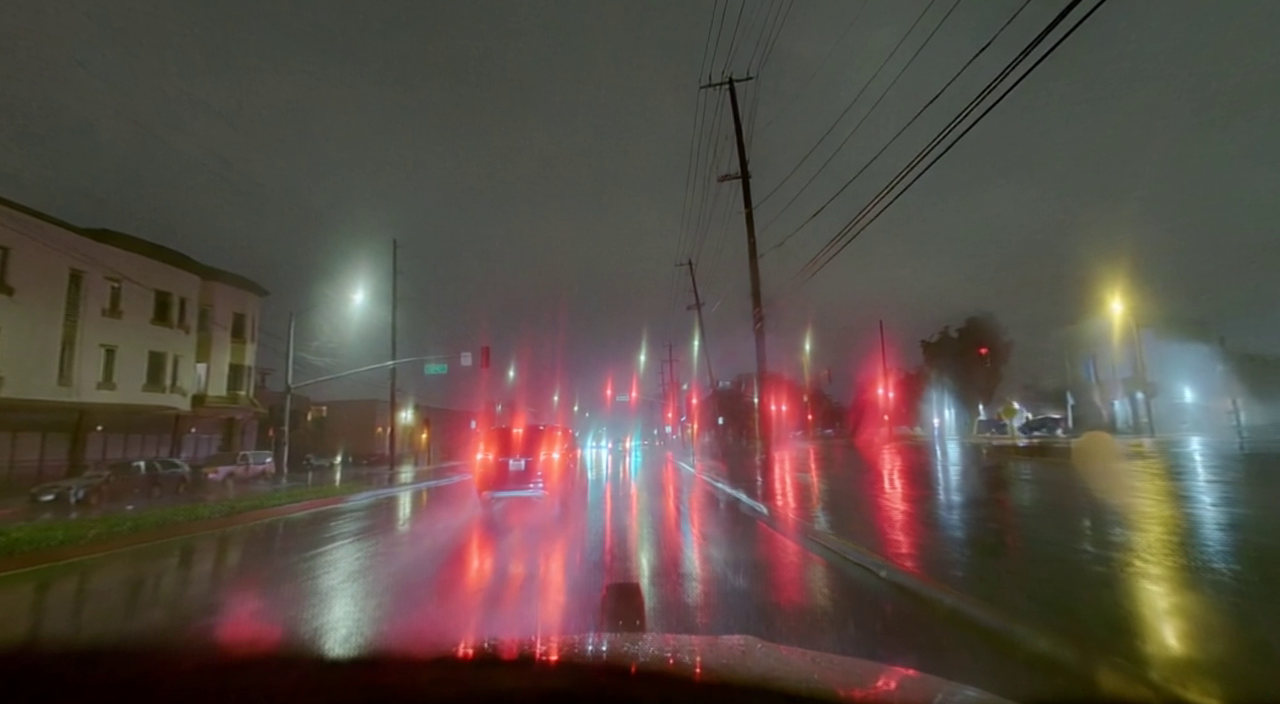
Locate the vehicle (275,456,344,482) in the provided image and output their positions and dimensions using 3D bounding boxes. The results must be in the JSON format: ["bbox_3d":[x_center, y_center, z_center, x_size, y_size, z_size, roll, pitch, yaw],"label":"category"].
[{"bbox_3d":[-20.148,7.107,38.734,1.826,1.430,4.426,0,-9,0],"label":"vehicle"}]

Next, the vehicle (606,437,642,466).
[{"bbox_3d":[-0.939,6.157,39.297,2.144,1.681,3.855,0,-9,0],"label":"vehicle"}]

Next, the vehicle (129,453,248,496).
[{"bbox_3d":[-20.140,5.453,28.471,1.989,1.689,4.388,0,-9,2],"label":"vehicle"}]

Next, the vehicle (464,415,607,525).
[{"bbox_3d":[-1.785,2.215,12.277,2.022,1.757,4.041,0,-9,1],"label":"vehicle"}]

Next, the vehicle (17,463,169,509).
[{"bbox_3d":[-20.224,4.947,23.682,1.790,1.415,4.450,0,-9,-2],"label":"vehicle"}]
